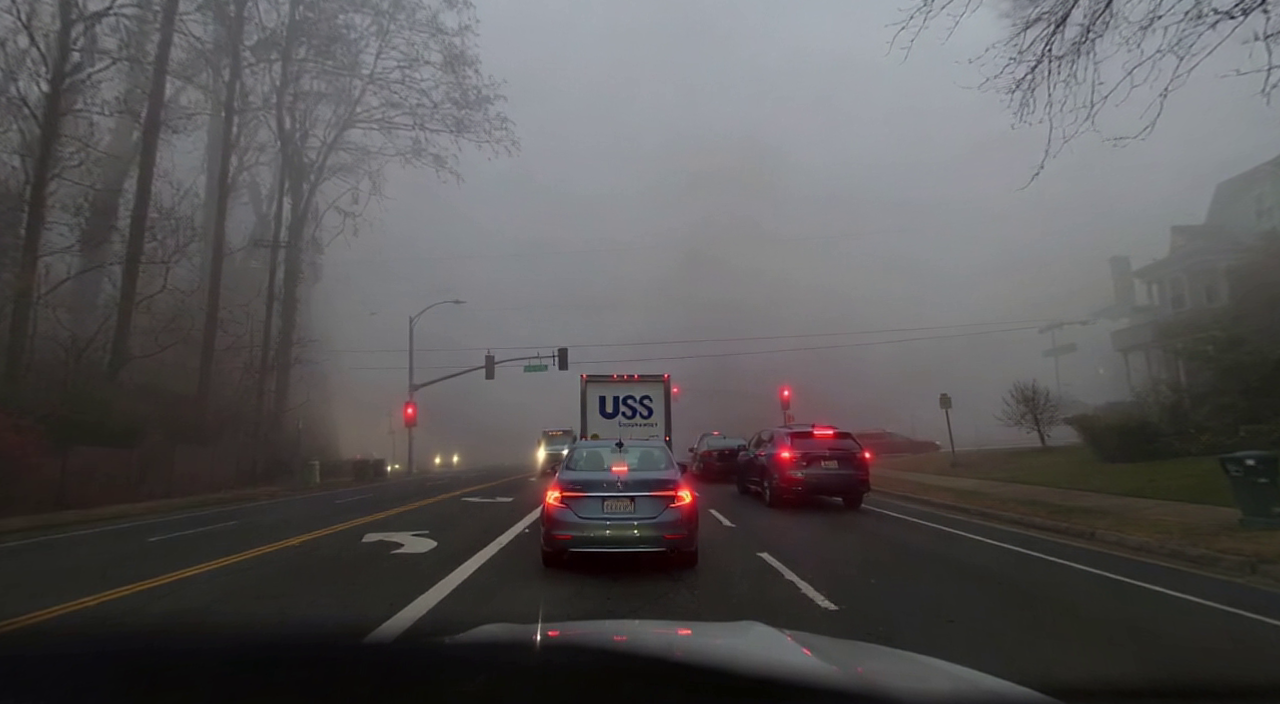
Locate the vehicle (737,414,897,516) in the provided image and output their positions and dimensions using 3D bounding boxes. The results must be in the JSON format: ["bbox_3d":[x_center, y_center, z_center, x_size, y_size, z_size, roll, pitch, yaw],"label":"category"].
[{"bbox_3d":[3.598,2.398,13.885,2.145,1.847,4.524,0,-8,-1],"label":"vehicle"}]

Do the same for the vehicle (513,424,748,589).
[{"bbox_3d":[-0.143,1.722,7.935,2.135,1.483,4.207,0,-8,-2],"label":"vehicle"}]

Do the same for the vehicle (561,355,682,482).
[{"bbox_3d":[-0.461,2.214,19.665,2.993,3.151,7.784,0,-8,0],"label":"vehicle"}]
